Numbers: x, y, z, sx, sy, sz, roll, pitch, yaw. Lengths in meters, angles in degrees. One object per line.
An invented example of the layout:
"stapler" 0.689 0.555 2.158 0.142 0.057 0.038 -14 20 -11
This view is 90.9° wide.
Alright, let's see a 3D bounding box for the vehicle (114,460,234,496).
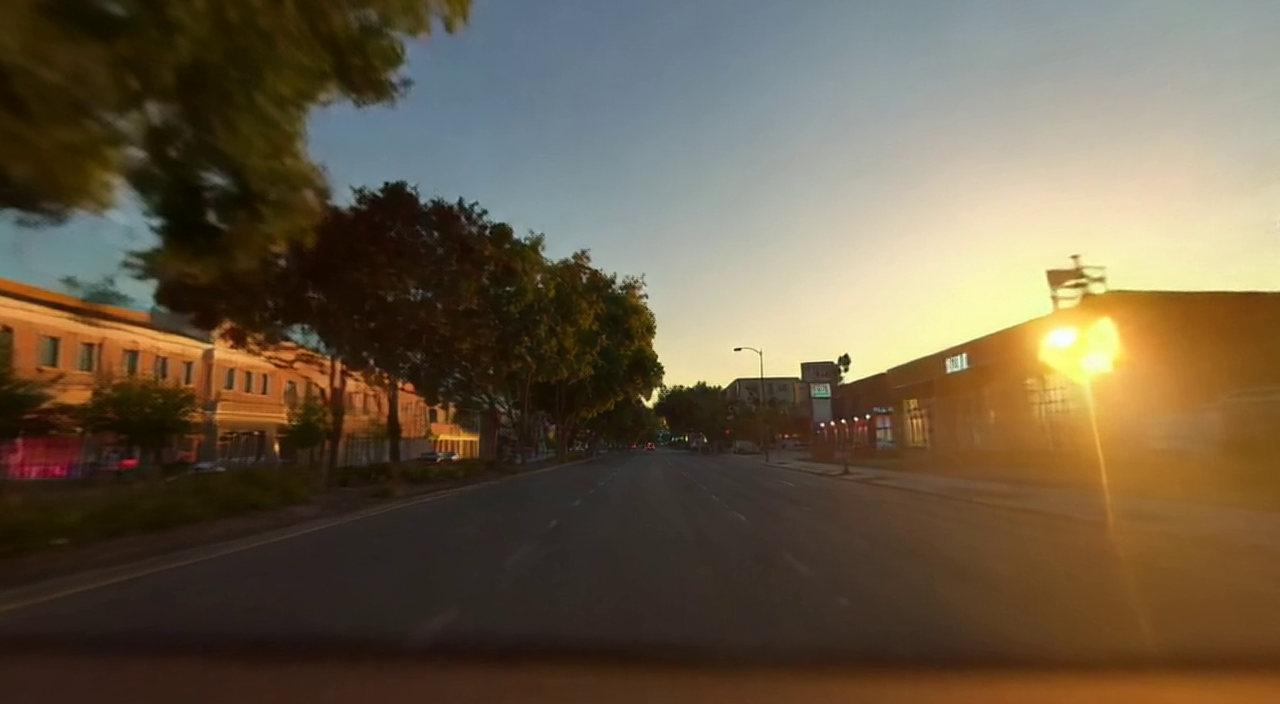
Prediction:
"vehicle" -22.336 6.029 30.471 2.135 1.467 4.653 -1 -9 2
